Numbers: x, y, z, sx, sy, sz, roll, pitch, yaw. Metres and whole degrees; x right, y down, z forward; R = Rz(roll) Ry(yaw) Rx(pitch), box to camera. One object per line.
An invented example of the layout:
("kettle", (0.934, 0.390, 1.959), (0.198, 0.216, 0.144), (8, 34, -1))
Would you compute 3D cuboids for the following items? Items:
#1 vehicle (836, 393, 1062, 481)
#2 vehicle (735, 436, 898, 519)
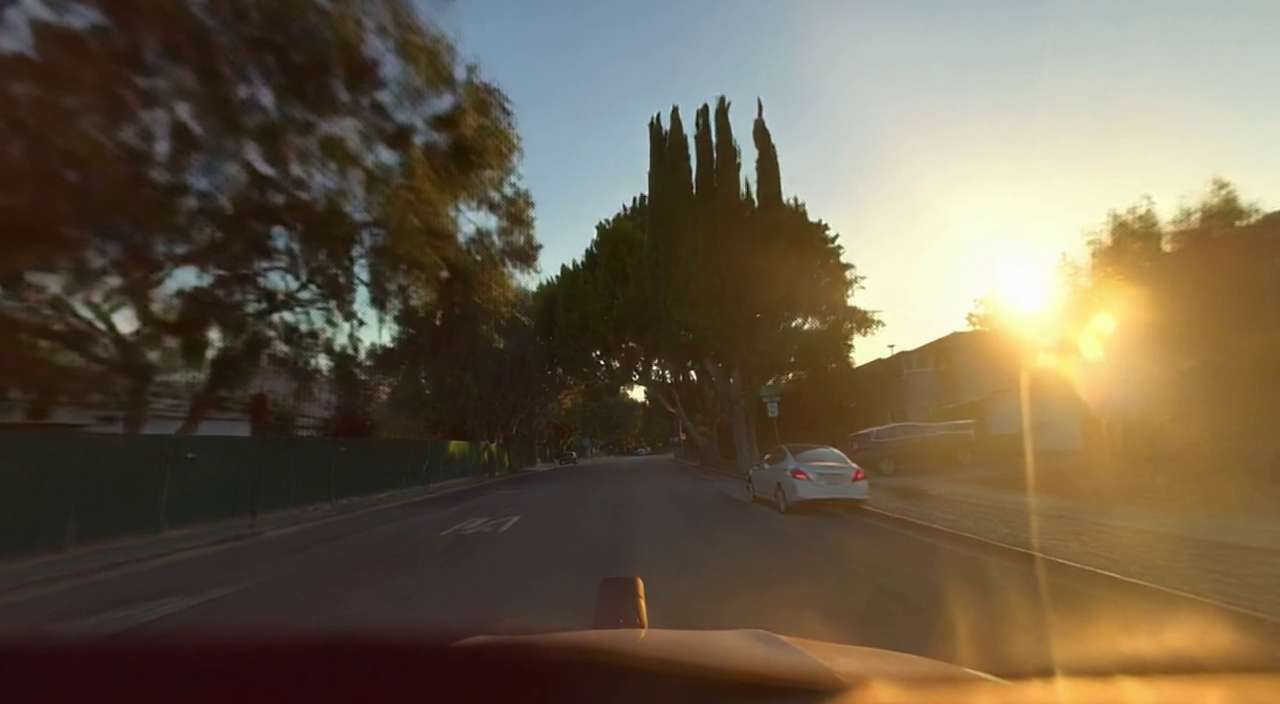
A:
("vehicle", (9.749, 2.761, 20.367), (5.935, 1.911, 2.236), (-7, -10, -1))
("vehicle", (3.674, 2.712, 14.324), (2.051, 1.524, 5.047), (0, -8, -2))
